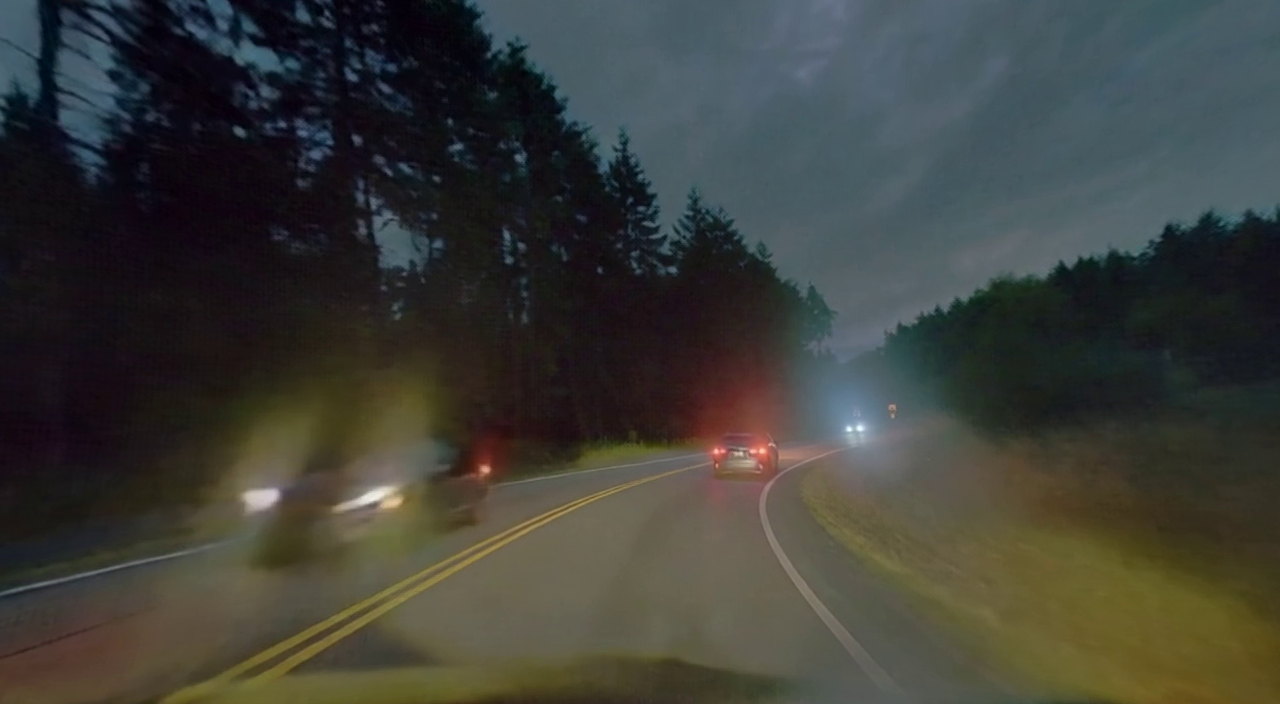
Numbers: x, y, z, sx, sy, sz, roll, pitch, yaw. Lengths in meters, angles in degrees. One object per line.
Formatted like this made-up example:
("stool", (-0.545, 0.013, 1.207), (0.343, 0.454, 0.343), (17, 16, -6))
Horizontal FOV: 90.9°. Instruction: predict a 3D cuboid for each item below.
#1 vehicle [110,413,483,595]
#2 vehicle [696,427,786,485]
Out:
("vehicle", (-3.779, 1.723, 8.053), (2.032, 1.654, 4.204), (-1, -8, 7))
("vehicle", (3.286, 3.213, 19.766), (2.274, 1.583, 4.349), (-2, -9, 15))
